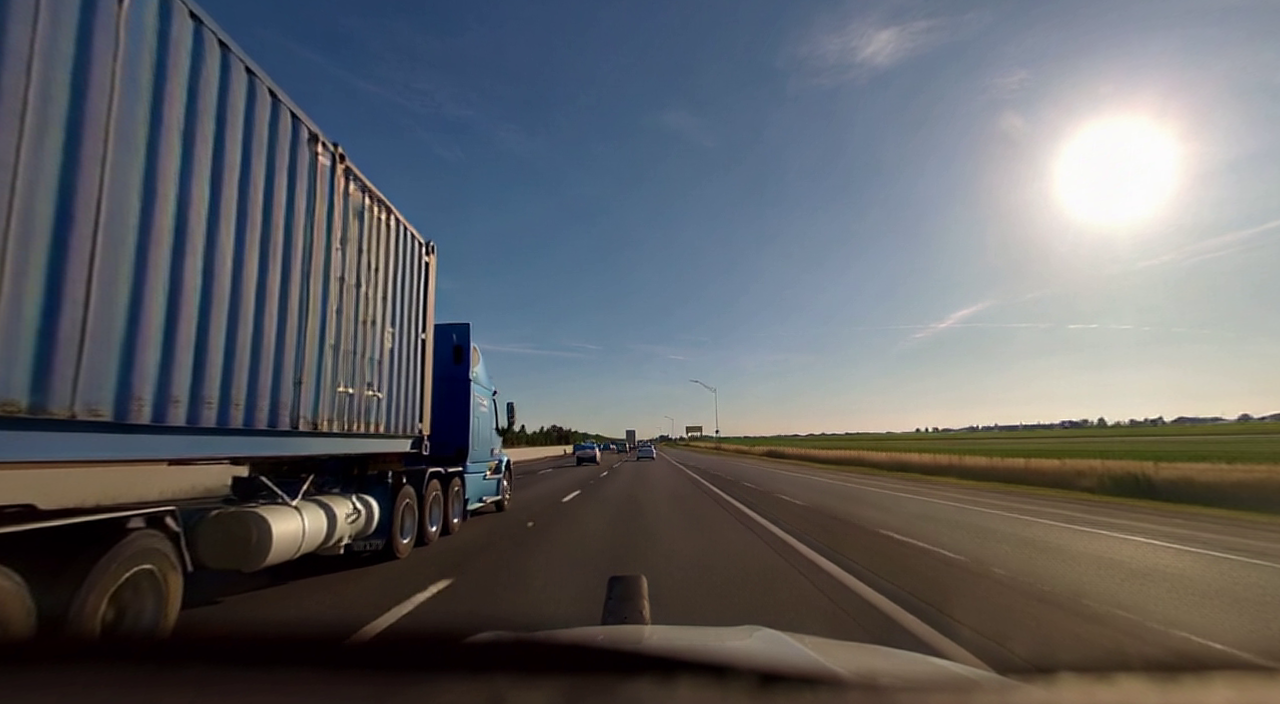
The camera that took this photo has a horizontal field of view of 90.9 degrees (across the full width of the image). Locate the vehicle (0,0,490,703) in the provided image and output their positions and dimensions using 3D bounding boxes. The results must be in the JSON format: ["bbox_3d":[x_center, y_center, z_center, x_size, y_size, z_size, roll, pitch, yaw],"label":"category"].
[{"bbox_3d":[-3.994,-0.126,3.174,2.840,4.032,13.388,0,-8,2],"label":"vehicle"}]

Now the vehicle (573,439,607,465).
[{"bbox_3d":[-3.458,6.976,44.177,1.995,1.745,4.187,0,-8,1],"label":"vehicle"}]
